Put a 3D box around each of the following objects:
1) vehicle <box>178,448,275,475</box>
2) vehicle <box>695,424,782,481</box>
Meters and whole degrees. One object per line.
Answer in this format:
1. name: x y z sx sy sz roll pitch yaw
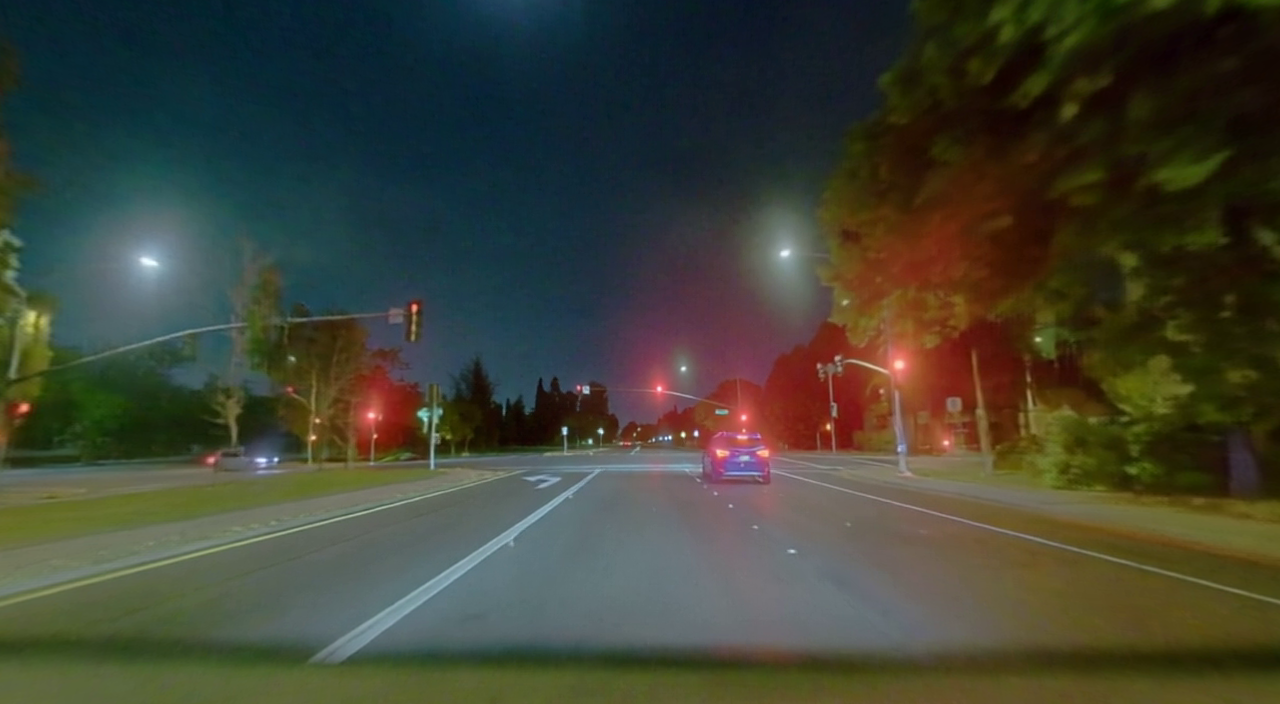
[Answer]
1. vehicle: -26.365 6.968 40.407 4.737 1.659 2.042 0 -9 -2
2. vehicle: 3.390 3.611 22.888 2.229 1.795 4.927 0 -9 -1
